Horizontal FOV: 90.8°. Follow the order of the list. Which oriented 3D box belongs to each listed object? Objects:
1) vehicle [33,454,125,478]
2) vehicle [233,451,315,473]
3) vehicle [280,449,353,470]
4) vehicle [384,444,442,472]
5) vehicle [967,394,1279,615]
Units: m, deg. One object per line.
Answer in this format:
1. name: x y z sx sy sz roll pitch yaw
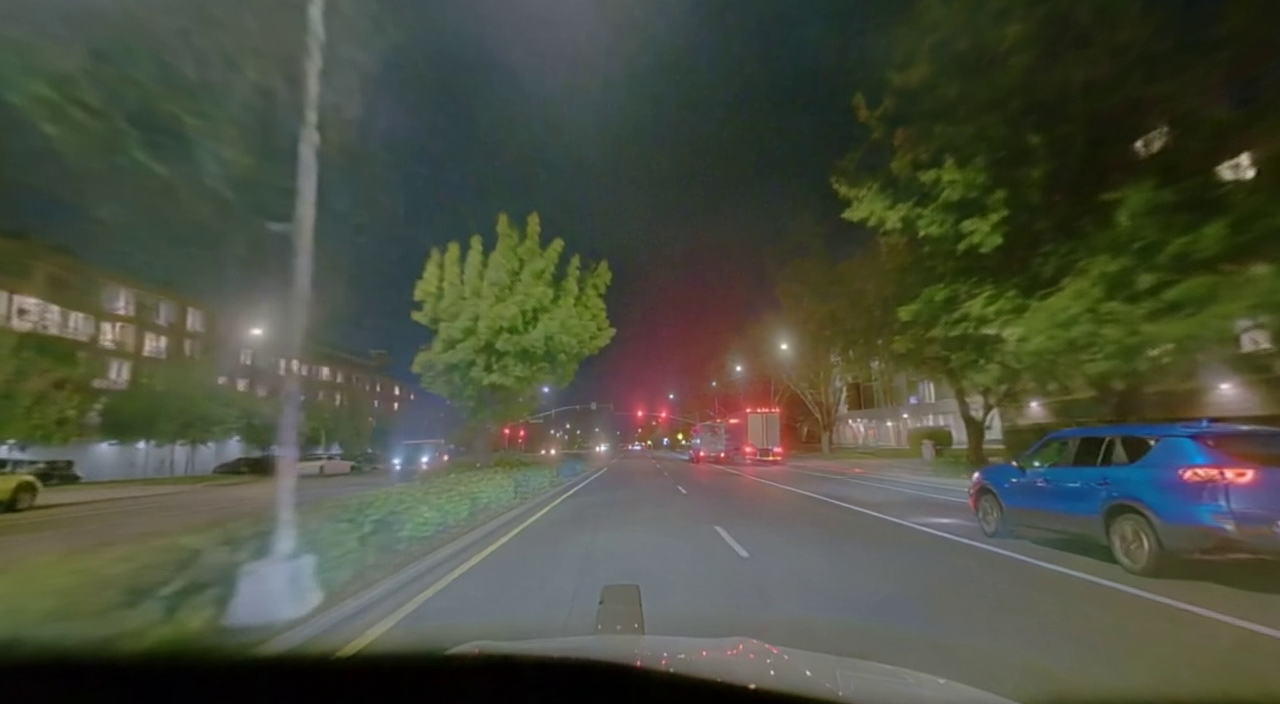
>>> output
1. vehicle: -38.628 7.862 43.662 4.397 1.416 1.811 3 -10 -30
2. vehicle: -25.060 7.501 43.306 4.461 1.452 1.855 -1 -8 3
3. vehicle: -24.727 8.226 48.416 4.499 1.507 1.978 0 -8 0
4. vehicle: -15.268 7.131 42.778 2.063 1.718 4.905 0 -8 0
5. vehicle: 6.076 1.548 7.347 2.012 1.754 4.635 0 -8 0
